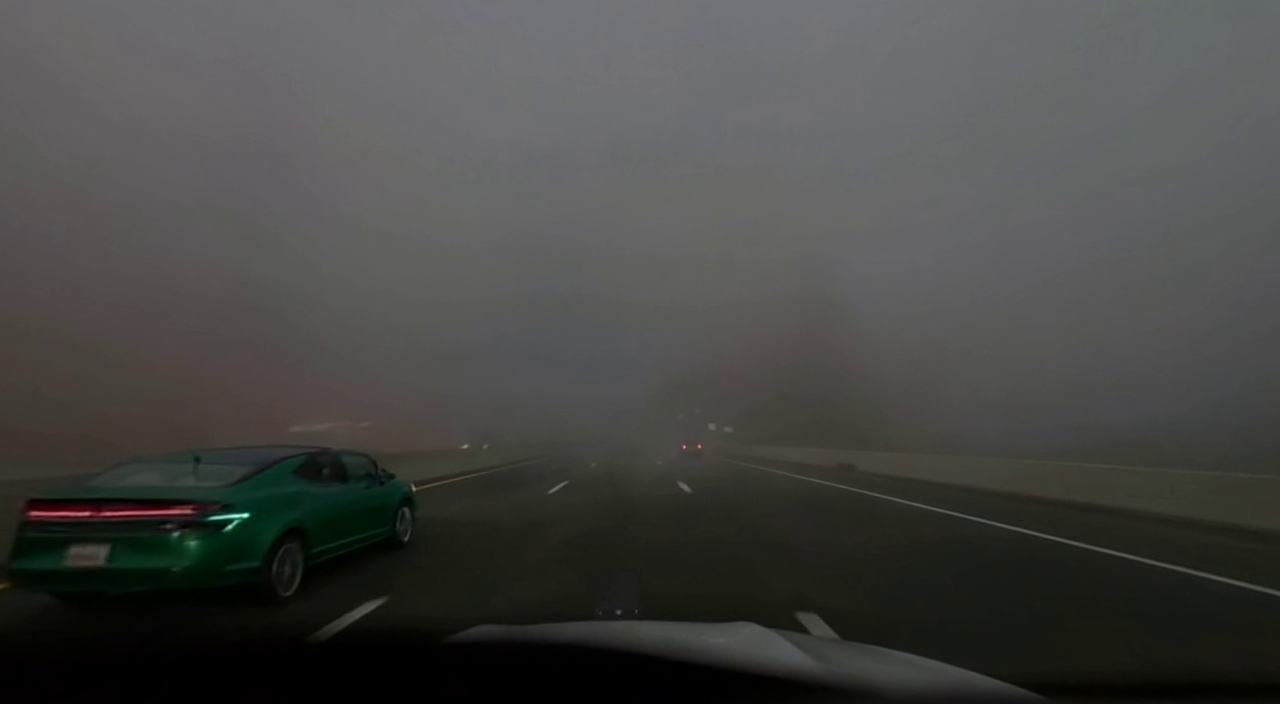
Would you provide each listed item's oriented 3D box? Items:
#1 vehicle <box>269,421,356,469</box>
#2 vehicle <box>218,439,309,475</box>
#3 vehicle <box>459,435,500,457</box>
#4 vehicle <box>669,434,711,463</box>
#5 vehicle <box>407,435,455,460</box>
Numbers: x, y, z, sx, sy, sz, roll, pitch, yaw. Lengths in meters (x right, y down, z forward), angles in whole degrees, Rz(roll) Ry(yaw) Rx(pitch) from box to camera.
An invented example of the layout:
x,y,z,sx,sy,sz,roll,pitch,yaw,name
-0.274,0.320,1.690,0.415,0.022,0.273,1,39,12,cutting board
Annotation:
x,y,z,sx,sy,sz,roll,pitch,yaw,name
-20.151,5.744,39.030,2.376,2.740,5.159,0,-8,2,vehicle
-19.991,5.565,33.673,1.961,1.737,4.623,0,-8,0,vehicle
-12.241,7.182,48.180,1.949,1.556,4.350,0,-8,1,vehicle
2.688,5.295,34.610,1.946,1.481,3.969,0,-8,-1,vehicle
-16.458,7.530,49.811,2.095,1.909,4.829,0,-8,0,vehicle
